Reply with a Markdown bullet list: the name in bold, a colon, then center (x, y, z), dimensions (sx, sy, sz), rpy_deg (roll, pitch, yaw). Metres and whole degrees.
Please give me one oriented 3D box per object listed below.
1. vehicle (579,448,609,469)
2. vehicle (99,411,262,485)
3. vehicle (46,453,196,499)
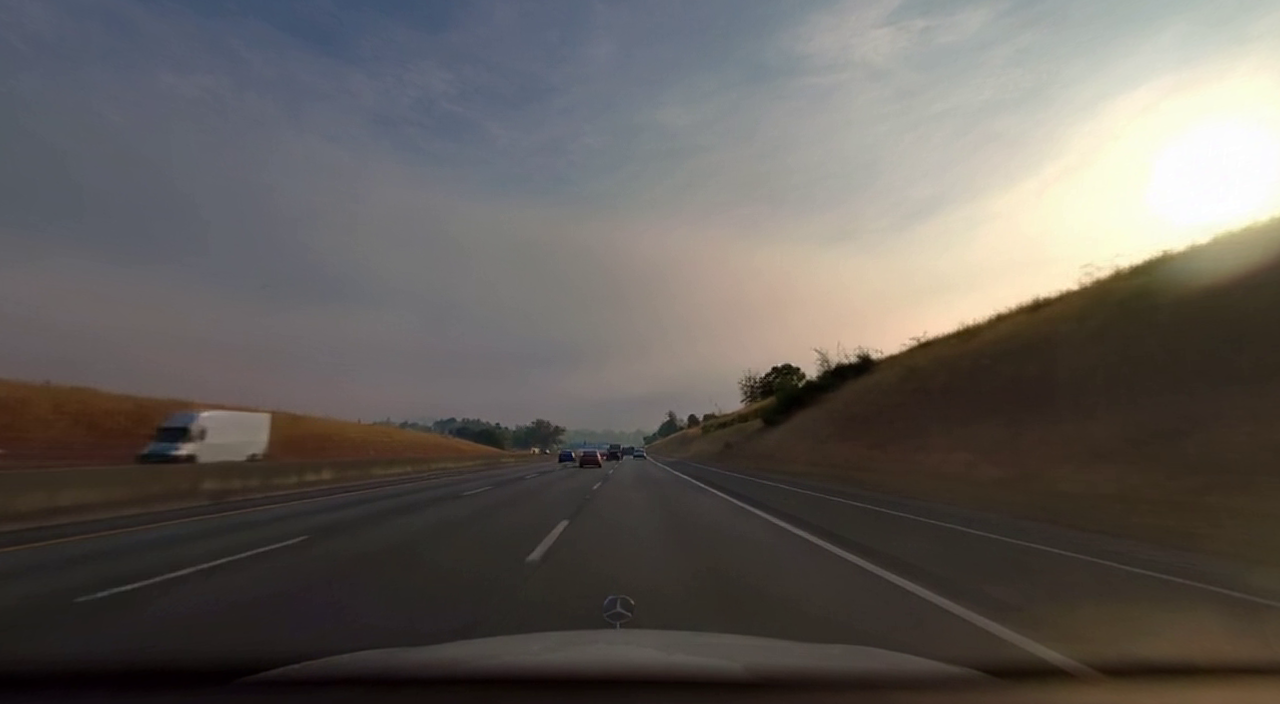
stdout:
- **vehicle**: center (-3.261, 7.678, 45.354), dimensions (1.895, 1.482, 3.852), rpy_deg (0, -9, 0)
- **vehicle**: center (-22.595, 4.819, 31.465), dimensions (2.619, 3.254, 7.143), rpy_deg (0, -9, 0)
- **vehicle**: center (-18.578, 4.420, 22.756), dimensions (1.785, 1.474, 4.328), rpy_deg (0, -9, -1)
